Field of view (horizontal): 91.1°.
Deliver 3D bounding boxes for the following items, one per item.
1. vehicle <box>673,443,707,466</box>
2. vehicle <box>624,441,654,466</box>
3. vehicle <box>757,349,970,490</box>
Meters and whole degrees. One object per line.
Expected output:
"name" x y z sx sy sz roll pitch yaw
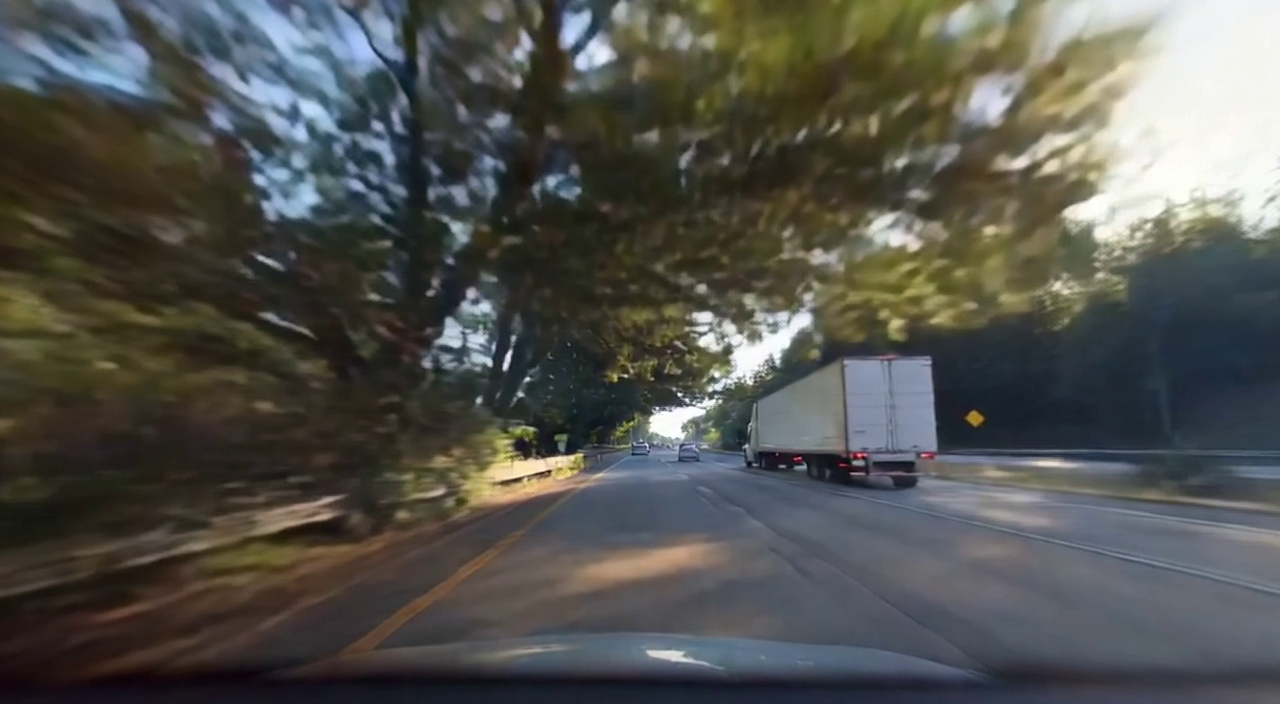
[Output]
"vehicle" 3.538 7.406 45.426 2.025 1.534 4.179 0 -9 -1
"vehicle" -0.112 7.524 46.701 2.114 1.706 4.106 0 -9 0
"vehicle" 7.754 2.988 25.226 3.044 4.073 14.016 0 -9 -1
